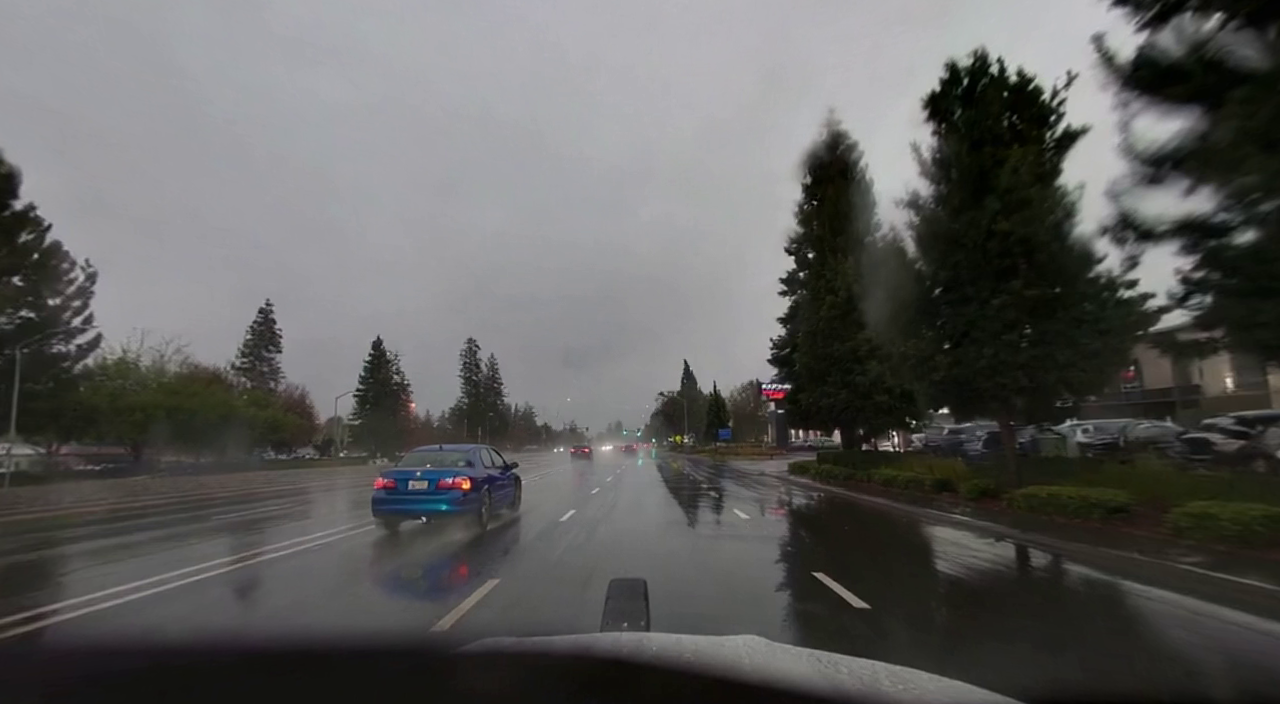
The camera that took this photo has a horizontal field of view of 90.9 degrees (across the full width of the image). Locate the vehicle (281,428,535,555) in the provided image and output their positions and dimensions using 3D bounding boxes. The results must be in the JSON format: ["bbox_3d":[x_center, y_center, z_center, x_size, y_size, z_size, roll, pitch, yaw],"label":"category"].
[{"bbox_3d":[-3.129,1.985,9.730,2.152,1.479,4.394,0,-9,2],"label":"vehicle"}]
